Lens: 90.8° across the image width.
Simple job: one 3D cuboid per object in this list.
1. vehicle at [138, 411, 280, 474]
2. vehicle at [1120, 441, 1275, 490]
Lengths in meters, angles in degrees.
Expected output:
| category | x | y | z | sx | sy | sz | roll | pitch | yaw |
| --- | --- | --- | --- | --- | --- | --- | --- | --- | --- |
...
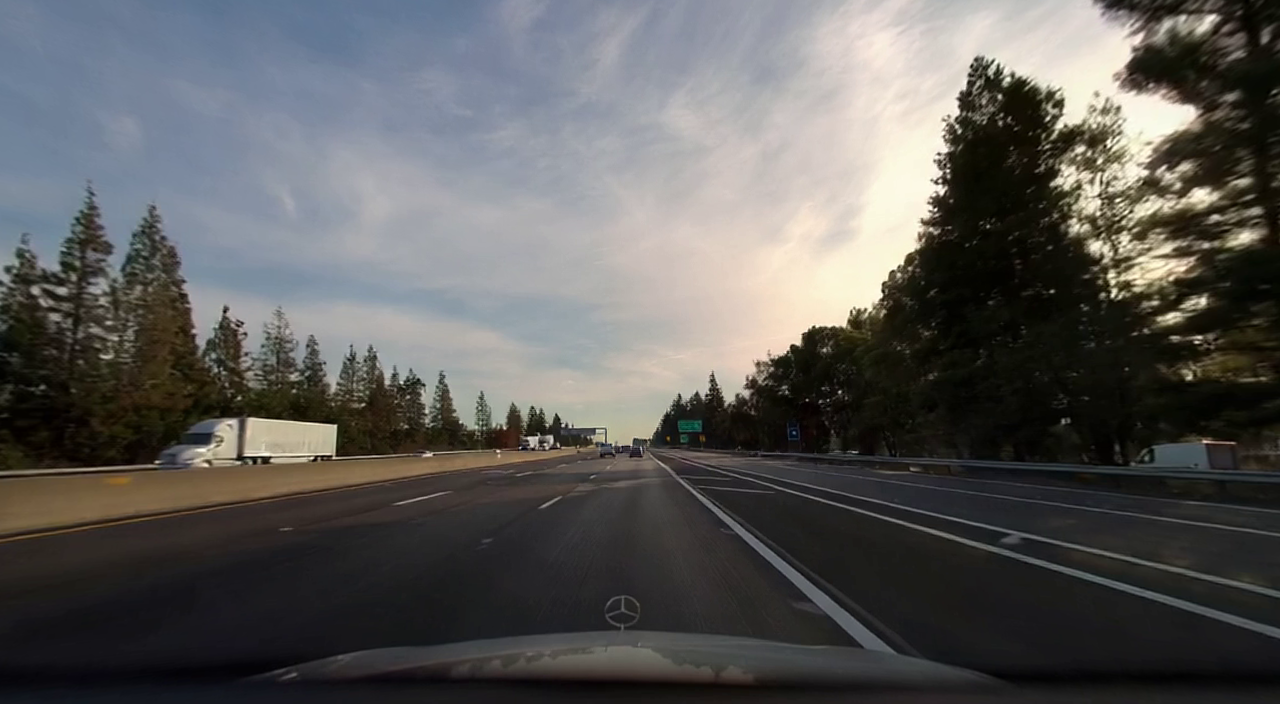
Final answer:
| category | x | y | z | sx | sy | sz | roll | pitch | yaw |
| --- | --- | --- | --- | --- | --- | --- | --- | --- | --- |
| vehicle | -29.701 | 6.429 | 44.366 | 2.905 | 3.853 | 10.269 | 0 | -9 | -2 |
| vehicle | 18.888 | 3.834 | 21.650 | 1.927 | 1.496 | 3.915 | -1 | -9 | 6 |
